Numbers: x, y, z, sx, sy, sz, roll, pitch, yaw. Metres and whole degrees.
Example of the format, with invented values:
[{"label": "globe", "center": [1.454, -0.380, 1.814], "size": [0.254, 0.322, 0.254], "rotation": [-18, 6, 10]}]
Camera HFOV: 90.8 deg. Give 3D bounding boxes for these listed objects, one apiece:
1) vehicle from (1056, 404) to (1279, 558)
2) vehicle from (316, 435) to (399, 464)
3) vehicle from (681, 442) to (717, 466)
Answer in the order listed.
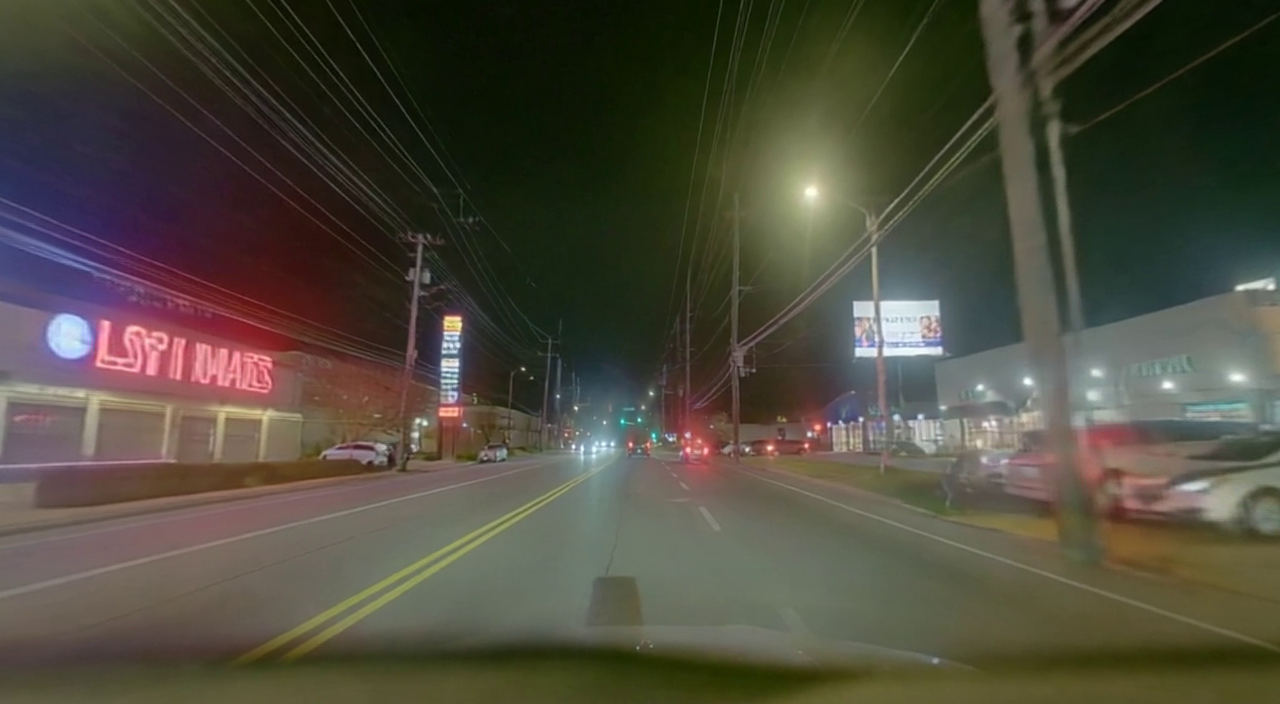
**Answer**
[{"label": "vehicle", "center": [10.120, 1.874, 9.620], "size": [5.771, 2.013, 2.414], "rotation": [0, -8, 1]}, {"label": "vehicle", "center": [-18.351, 6.371, 41.210], "size": [4.455, 1.772, 2.048], "rotation": [1, -9, -3]}, {"label": "vehicle", "center": [3.837, 6.718, 41.854], "size": [1.926, 1.482, 4.442], "rotation": [0, -9, -1]}]
